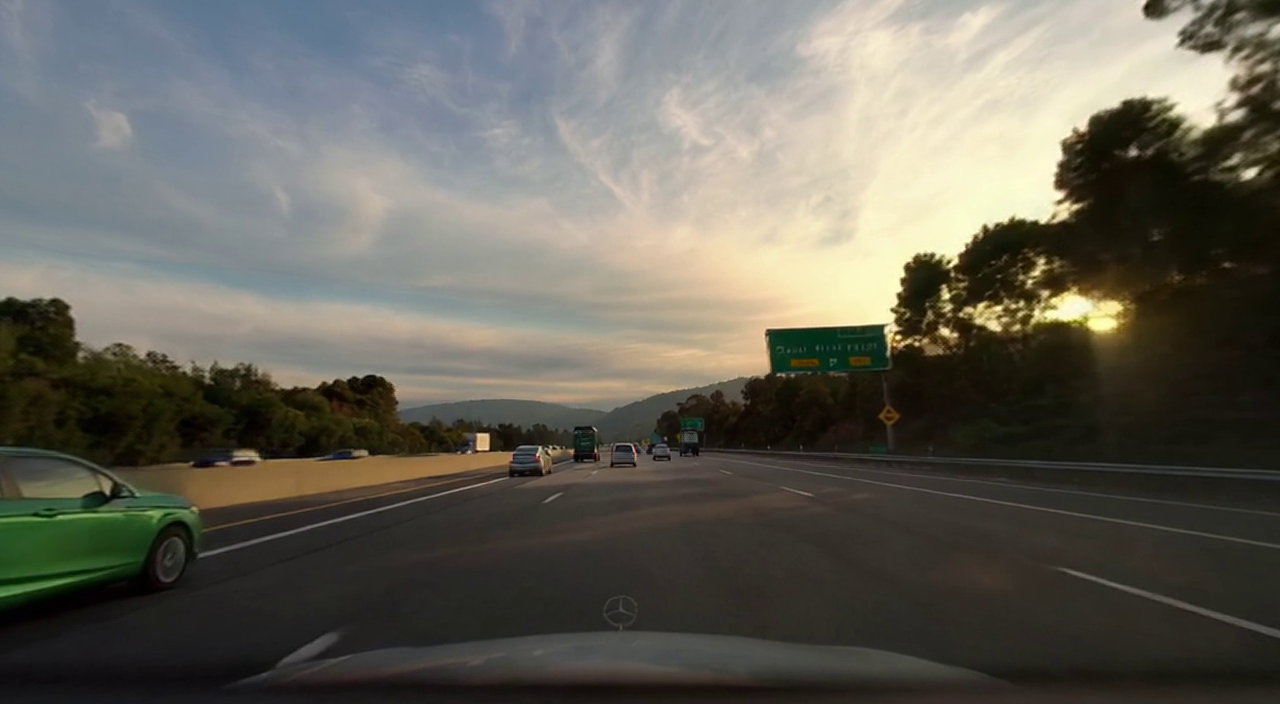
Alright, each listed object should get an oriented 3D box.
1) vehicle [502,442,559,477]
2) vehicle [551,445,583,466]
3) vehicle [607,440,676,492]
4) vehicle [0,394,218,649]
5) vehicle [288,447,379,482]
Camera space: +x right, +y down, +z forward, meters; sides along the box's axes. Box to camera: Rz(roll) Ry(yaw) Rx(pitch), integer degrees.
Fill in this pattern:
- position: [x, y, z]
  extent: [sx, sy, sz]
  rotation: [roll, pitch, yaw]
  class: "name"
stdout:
- position: [-5.019, 4.977, 29.350]
  extent: [1.892, 1.481, 4.180]
  rotation: [0, -9, 0]
  class: "vehicle"
- position: [-5.189, 7.403, 45.251]
  extent: [1.814, 1.417, 3.860]
  rotation: [0, -9, 1]
  class: "vehicle"
- position: [0.045, 3.479, 19.534]
  extent: [1.940, 1.451, 3.512]
  rotation: [0, -9, 0]
  class: "vehicle"
- position: [-5.157, 1.090, 3.990]
  extent: [2.058, 1.626, 4.118]
  rotation: [0, -9, 0]
  class: "vehicle"
- position: [-13.955, 5.141, 28.996]
  extent: [1.940, 1.462, 4.500]
  rotation: [0, -9, 0]
  class: "vehicle"
